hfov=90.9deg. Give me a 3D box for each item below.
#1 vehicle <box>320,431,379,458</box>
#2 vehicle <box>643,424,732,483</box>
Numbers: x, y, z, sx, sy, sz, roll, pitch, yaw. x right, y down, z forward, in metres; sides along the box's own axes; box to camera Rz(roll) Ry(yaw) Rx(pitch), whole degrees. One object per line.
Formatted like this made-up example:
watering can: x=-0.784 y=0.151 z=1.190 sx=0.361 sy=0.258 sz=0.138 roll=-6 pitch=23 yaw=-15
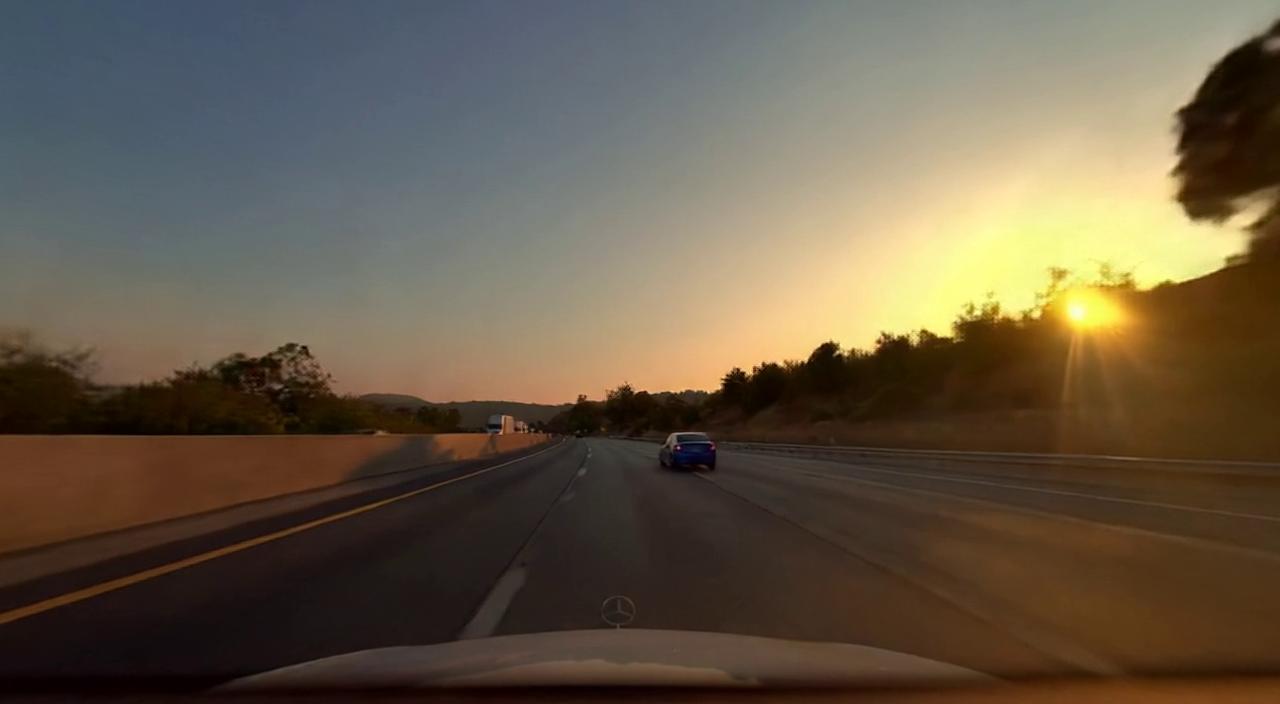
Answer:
vehicle: x=-16.825 y=5.340 z=36.689 sx=1.728 sy=1.454 sz=4.057 roll=0 pitch=-8 yaw=-4
vehicle: x=1.310 y=3.043 z=19.322 sx=1.997 sy=1.589 sz=4.179 roll=0 pitch=-8 yaw=-6
